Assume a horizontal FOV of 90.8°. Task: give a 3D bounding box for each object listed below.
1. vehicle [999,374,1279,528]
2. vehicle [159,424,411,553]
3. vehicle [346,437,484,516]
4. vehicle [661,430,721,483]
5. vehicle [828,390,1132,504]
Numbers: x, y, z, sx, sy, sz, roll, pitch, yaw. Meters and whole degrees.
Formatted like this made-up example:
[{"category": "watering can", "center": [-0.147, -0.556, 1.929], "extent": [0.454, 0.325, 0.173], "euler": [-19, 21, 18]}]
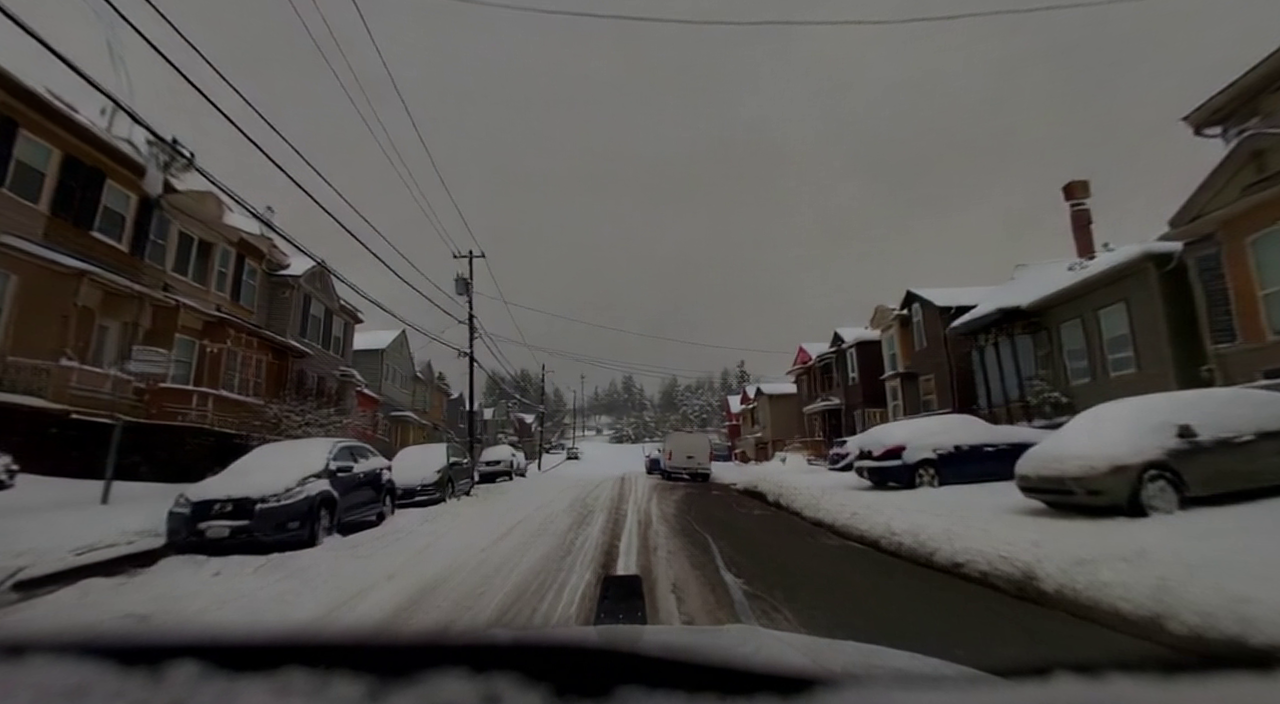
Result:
[{"category": "vehicle", "center": [7.946, 1.325, 9.023], "extent": [4.315, 1.736, 1.950], "euler": [-4, -9, -4]}, {"category": "vehicle", "center": [-5.361, 2.036, 10.287], "extent": [1.967, 1.656, 3.924], "euler": [1, -7, -3]}, {"category": "vehicle", "center": [-5.206, 2.882, 15.372], "extent": [1.960, 1.507, 4.542], "euler": [-1, -7, -4]}, {"category": "vehicle", "center": [2.273, 4.869, 29.638], "extent": [2.343, 2.229, 4.199], "euler": [1, -9, -2]}, {"category": "vehicle", "center": [7.515, 2.168, 14.418], "extent": [5.615, 1.787, 2.014], "euler": [-6, -9, -2]}]
